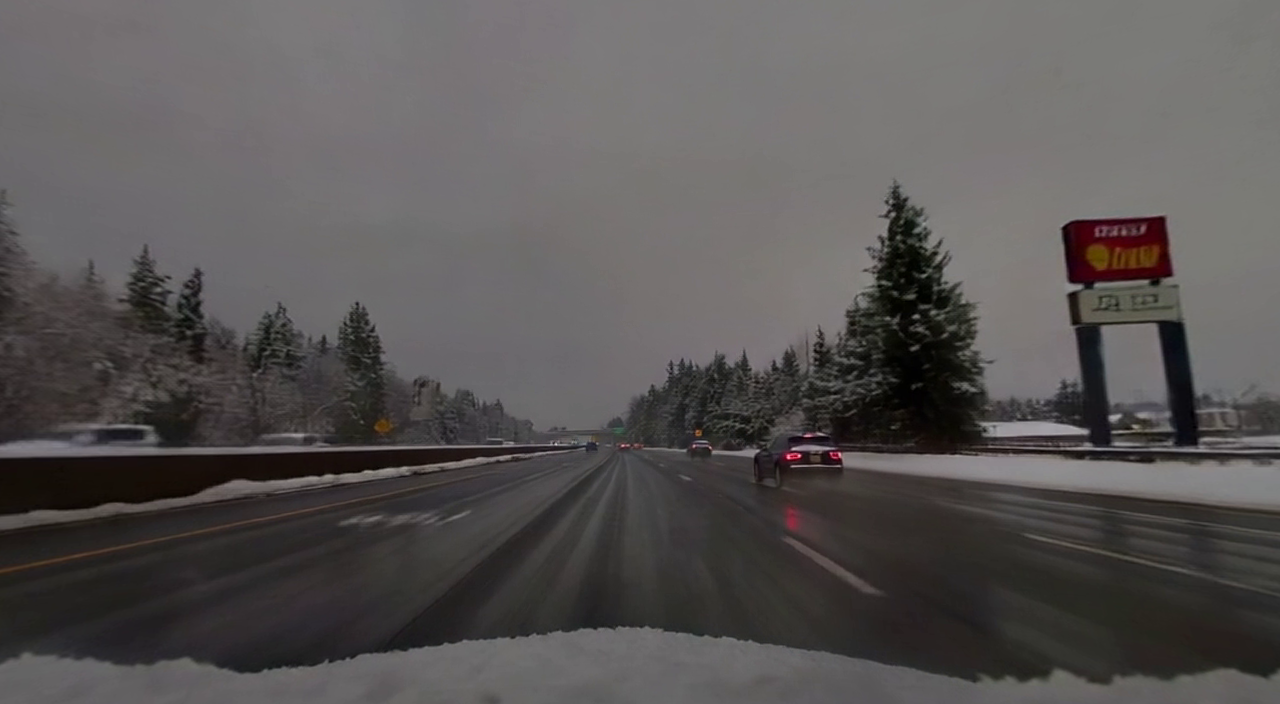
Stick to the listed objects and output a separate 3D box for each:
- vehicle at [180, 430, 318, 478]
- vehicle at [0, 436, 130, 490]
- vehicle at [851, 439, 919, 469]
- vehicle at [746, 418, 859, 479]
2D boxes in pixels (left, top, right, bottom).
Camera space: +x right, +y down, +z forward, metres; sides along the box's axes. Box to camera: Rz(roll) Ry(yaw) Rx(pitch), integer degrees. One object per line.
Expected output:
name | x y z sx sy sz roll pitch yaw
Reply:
vehicle | -17.151 4.520 28.141 2.325 1.901 6.074 0 -8 0
vehicle | -21.239 3.709 21.275 2.519 1.642 6.530 0 -8 0
vehicle | 14.238 5.927 36.822 2.072 1.611 4.387 0 -8 -2
vehicle | 6.938 4.313 28.301 2.779 2.339 8.073 0 -8 -1
